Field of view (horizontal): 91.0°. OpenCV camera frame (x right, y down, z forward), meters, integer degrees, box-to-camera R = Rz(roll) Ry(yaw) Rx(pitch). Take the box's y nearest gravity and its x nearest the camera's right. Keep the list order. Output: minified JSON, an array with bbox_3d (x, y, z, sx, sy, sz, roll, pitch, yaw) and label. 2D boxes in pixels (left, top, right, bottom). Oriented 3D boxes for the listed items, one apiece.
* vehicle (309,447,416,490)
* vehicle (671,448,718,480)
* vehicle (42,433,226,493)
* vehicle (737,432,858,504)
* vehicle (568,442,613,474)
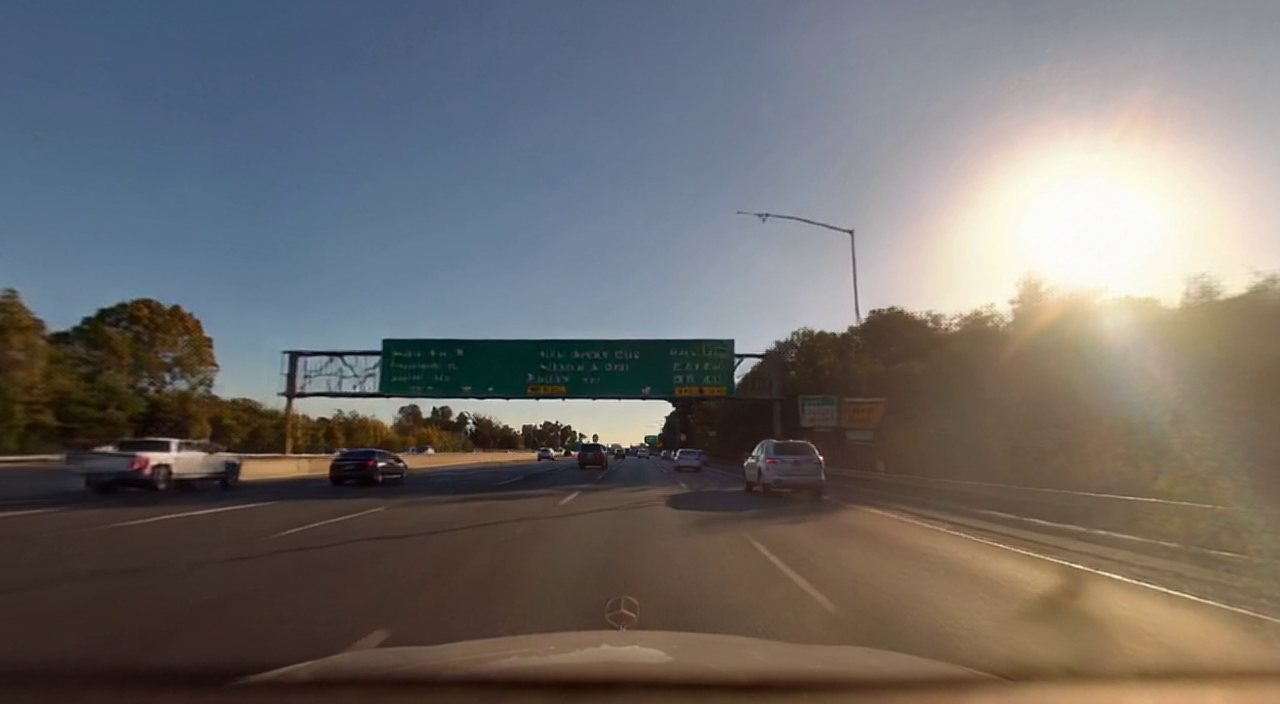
[{"bbox_3d":[-10.515,4.422,24.331,1.974,1.472,4.684,0,-9,0],"label":"vehicle"},{"bbox_3d":[2.785,5.846,33.240,2.126,1.529,4.438,0,-9,1],"label":"vehicle"},{"bbox_3d":[-16.924,3.730,21.502,2.181,1.819,4.830,0,-9,1],"label":"vehicle"},{"bbox_3d":[4.298,3.273,18.156,2.218,1.776,4.807,0,-9,0],"label":"vehicle"},{"bbox_3d":[-3.061,6.735,40.238,2.449,1.929,5.503,0,-9,0],"label":"vehicle"}]
